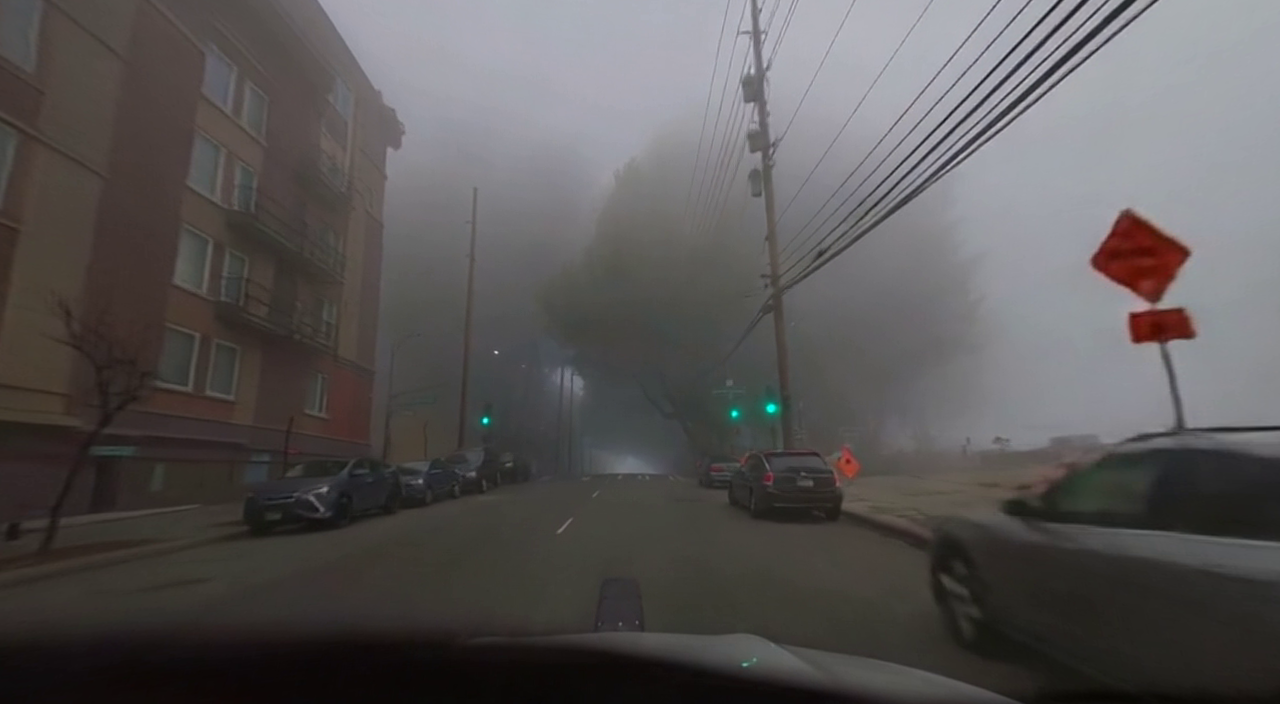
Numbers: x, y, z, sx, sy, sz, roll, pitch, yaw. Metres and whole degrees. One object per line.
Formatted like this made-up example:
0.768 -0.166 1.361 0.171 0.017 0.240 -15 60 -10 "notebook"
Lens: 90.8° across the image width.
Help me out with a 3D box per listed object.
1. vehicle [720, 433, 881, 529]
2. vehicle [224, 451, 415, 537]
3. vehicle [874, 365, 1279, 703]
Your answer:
3.250 2.723 14.080 2.141 1.737 5.009 0 -8 -2 "vehicle"
-6.472 2.870 13.436 1.968 1.450 4.271 0 -8 -3 "vehicle"
3.184 1.058 3.324 2.155 1.648 4.282 0 -8 -1 "vehicle"
